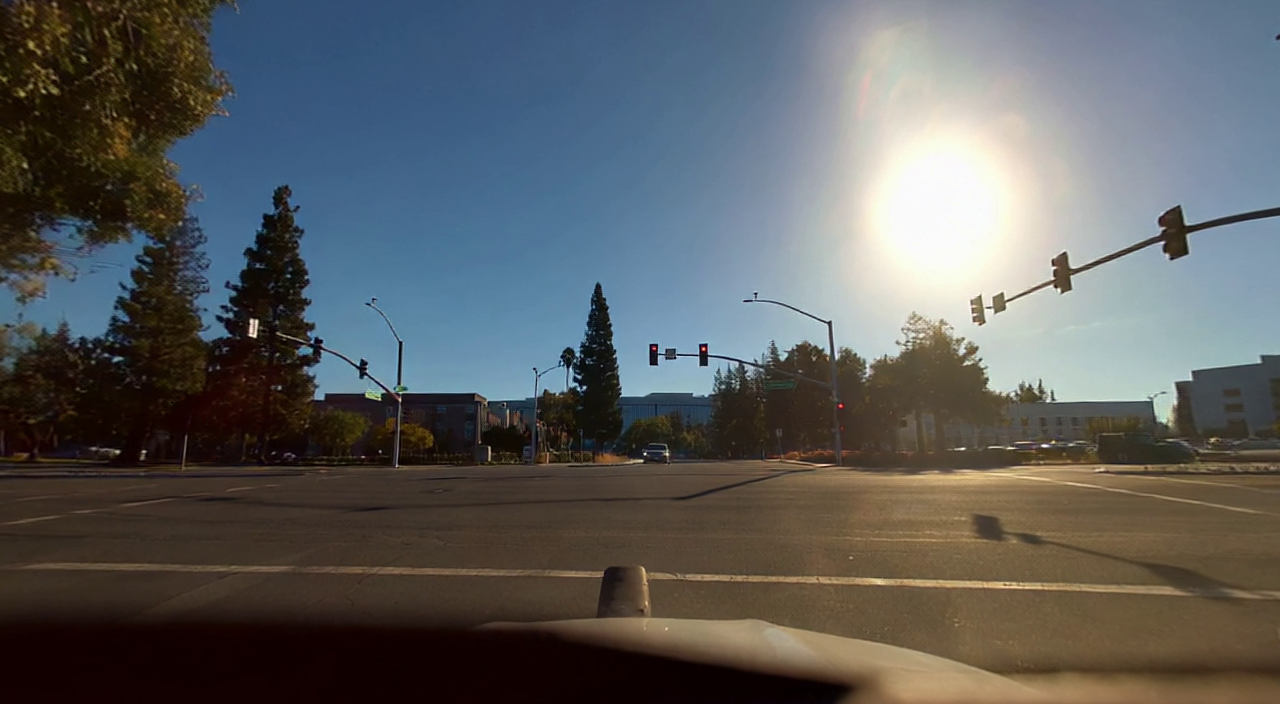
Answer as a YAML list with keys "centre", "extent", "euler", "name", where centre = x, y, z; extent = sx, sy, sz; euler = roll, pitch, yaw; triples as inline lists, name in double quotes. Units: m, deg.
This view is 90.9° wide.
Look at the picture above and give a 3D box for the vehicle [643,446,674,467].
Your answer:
- centre: [1.299, 7.643, 46.455]
  extent: [2.132, 1.449, 4.235]
  euler: [0, -9, 0]
  name: "vehicle"
